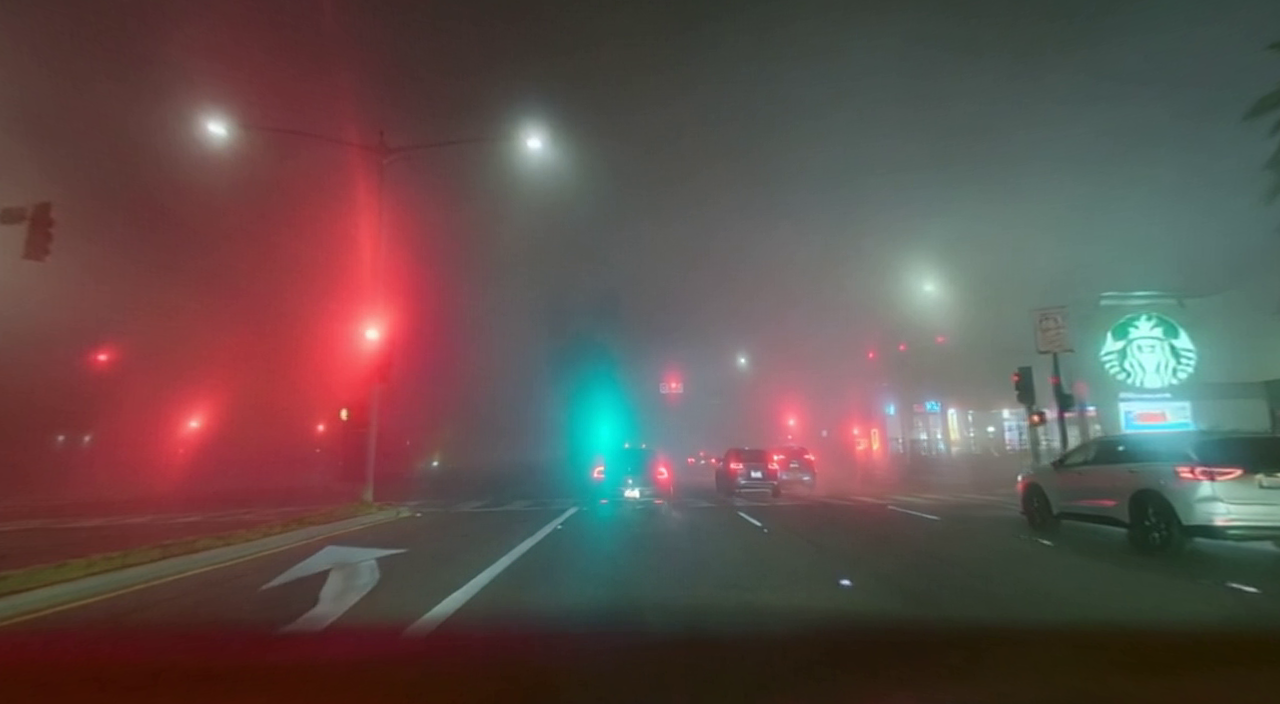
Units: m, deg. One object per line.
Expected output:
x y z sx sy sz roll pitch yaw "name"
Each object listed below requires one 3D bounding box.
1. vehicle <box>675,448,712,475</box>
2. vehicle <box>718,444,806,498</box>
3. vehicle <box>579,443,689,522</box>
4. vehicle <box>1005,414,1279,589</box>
3.432 7.139 41.436 2.012 1.570 4.600 0 -8 0 "vehicle"
3.801 3.770 20.417 1.892 1.532 4.177 0 -8 -2 "vehicle"
-0.162 2.804 14.177 2.110 1.487 3.873 0 -8 -1 "vehicle"
7.000 1.754 8.239 1.940 1.674 4.085 0 -8 -1 "vehicle"
